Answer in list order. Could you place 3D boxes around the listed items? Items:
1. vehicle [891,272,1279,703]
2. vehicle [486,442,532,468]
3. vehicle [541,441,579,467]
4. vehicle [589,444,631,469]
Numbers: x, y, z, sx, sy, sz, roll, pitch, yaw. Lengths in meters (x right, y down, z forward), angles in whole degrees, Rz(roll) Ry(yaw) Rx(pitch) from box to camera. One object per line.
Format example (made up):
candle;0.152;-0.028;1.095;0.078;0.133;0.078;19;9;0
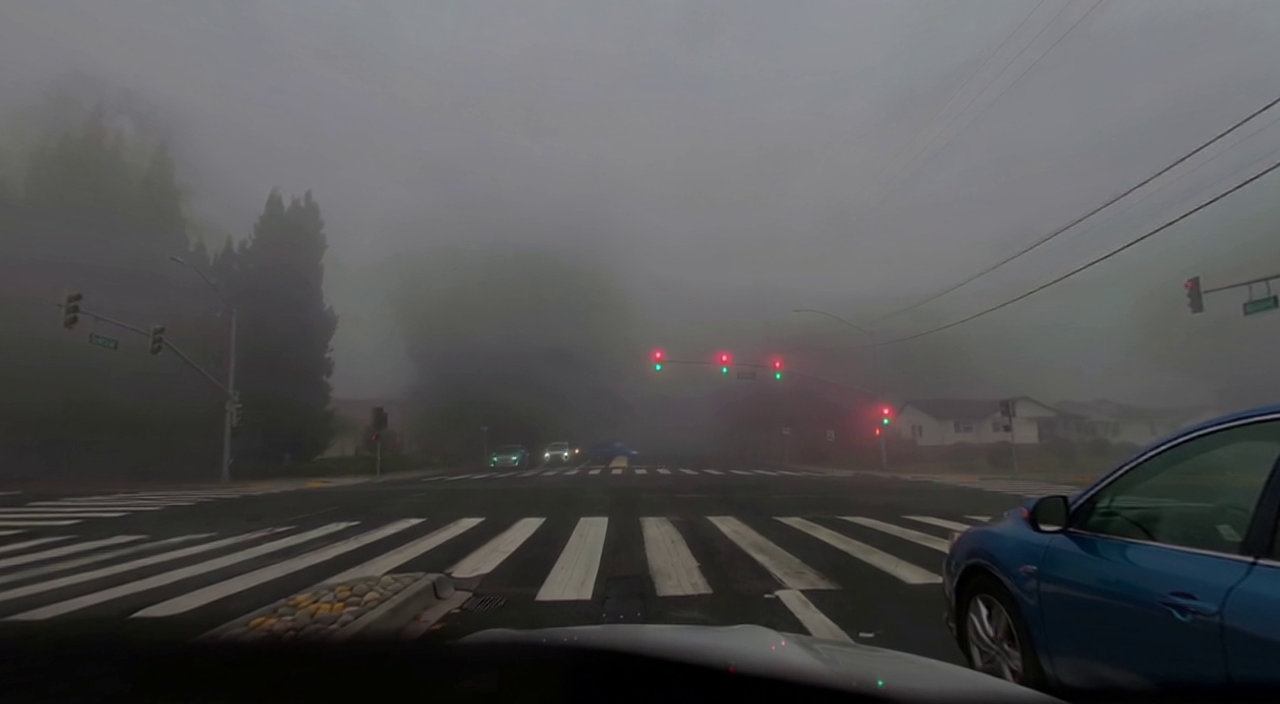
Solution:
vehicle;2.716;0.711;1.698;2.085;1.800;4.908;0;-9;1
vehicle;-8.938;7.070;43.545;2.028;1.654;5.027;0;-9;1
vehicle;-5.527;7.112;44.309;2.091;1.707;4.157;0;-9;0
vehicle;-1.904;6.450;39.184;2.046;1.491;4.118;2;-9;-10
